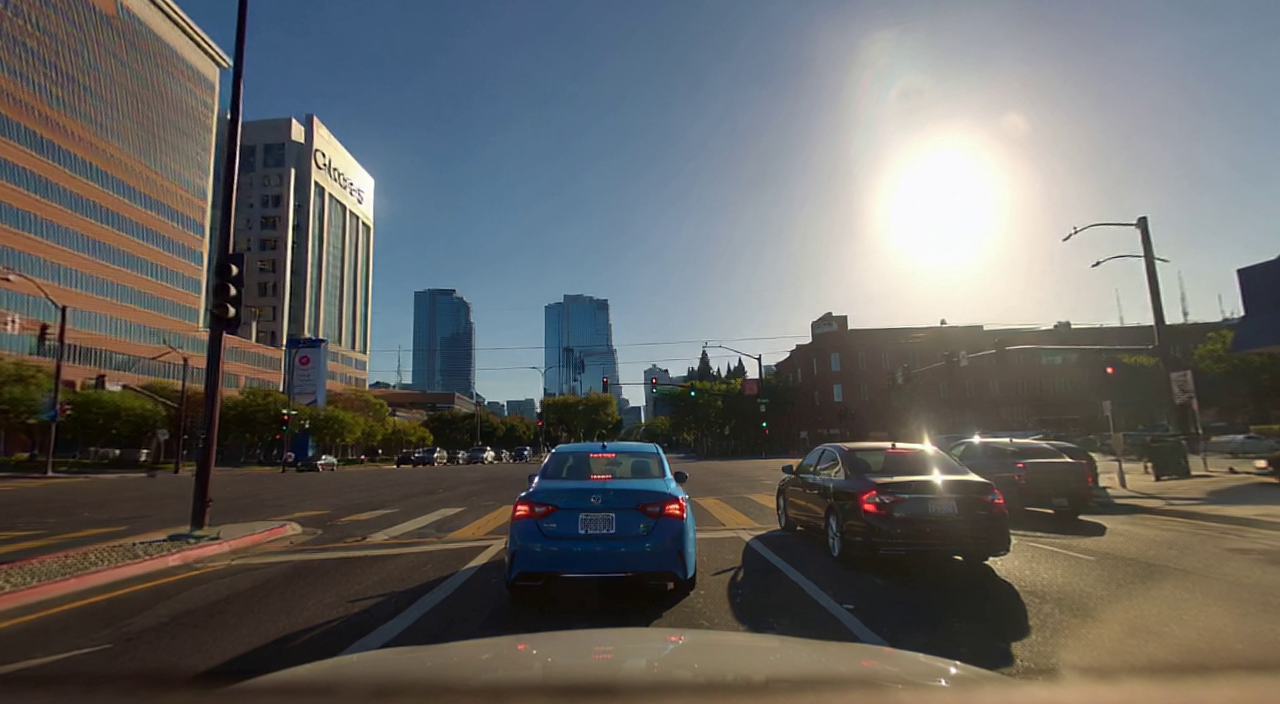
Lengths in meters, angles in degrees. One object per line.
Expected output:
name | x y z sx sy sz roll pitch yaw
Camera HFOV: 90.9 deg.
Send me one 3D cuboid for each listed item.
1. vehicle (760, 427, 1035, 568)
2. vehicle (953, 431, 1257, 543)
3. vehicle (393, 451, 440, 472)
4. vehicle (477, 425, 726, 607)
vehicle | 3.214 1.888 8.973 2.042 1.508 4.109 0 -8 -2
vehicle | 7.443 2.164 10.790 1.908 1.517 4.182 0 -8 -1
vehicle | -17.142 8.365 48.550 2.048 1.463 4.530 0 -8 -1
vehicle | -0.369 1.653 7.291 2.059 1.477 3.988 0 -8 -1
